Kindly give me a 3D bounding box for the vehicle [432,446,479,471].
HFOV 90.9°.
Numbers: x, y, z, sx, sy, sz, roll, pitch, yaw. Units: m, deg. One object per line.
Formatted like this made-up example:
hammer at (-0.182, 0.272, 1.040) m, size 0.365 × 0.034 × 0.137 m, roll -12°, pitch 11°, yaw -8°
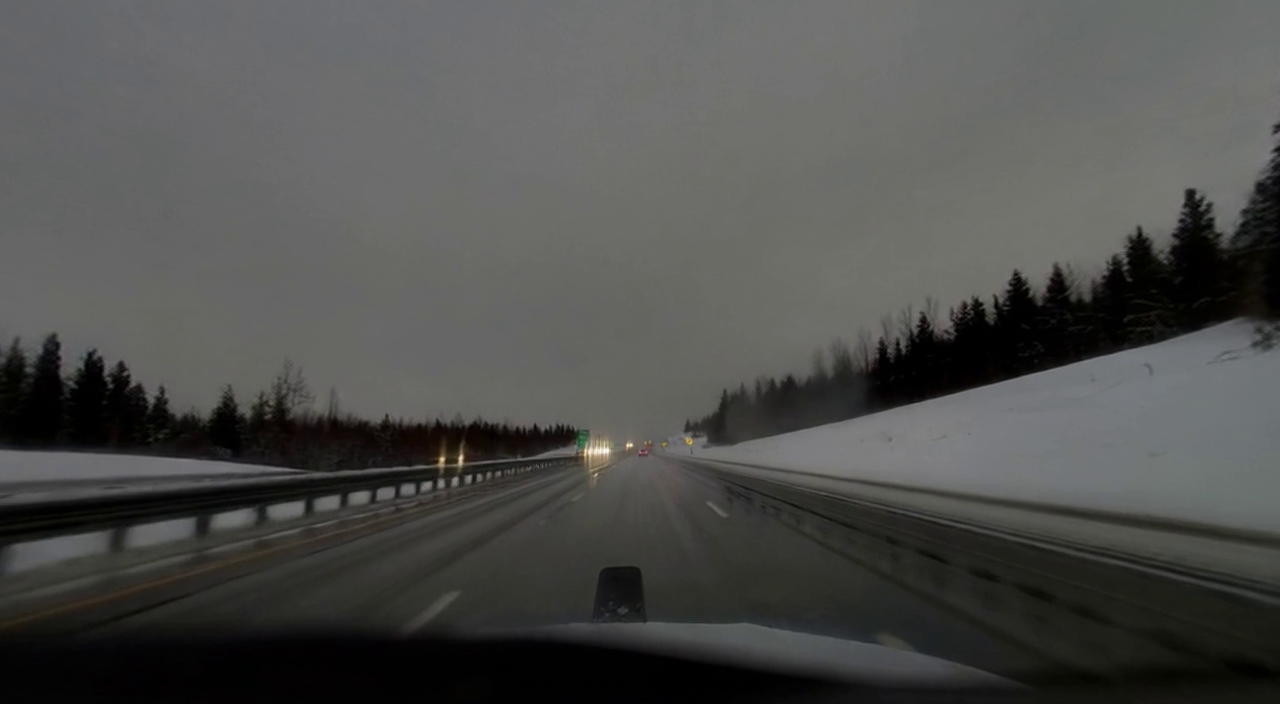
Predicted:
vehicle at (-14.059, 8.106, 48.200) m, size 2.065 × 1.832 × 4.651 m, roll 0°, pitch -9°, yaw 2°
